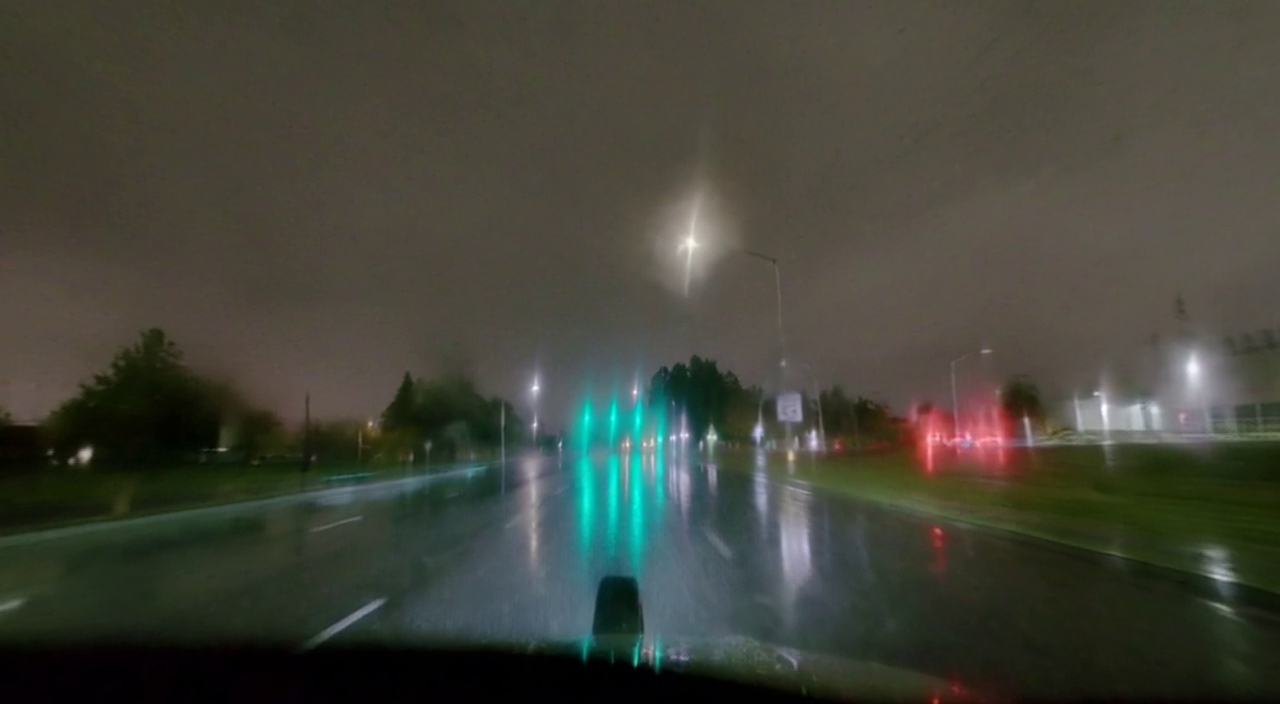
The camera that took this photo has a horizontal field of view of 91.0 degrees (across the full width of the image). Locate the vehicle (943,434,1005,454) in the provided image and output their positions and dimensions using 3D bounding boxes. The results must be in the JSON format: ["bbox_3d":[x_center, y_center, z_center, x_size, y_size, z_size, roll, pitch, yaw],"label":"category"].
[{"bbox_3d":[24.764,6.871,46.895,1.907,1.444,5.150,0,-9,1],"label":"vehicle"}]
